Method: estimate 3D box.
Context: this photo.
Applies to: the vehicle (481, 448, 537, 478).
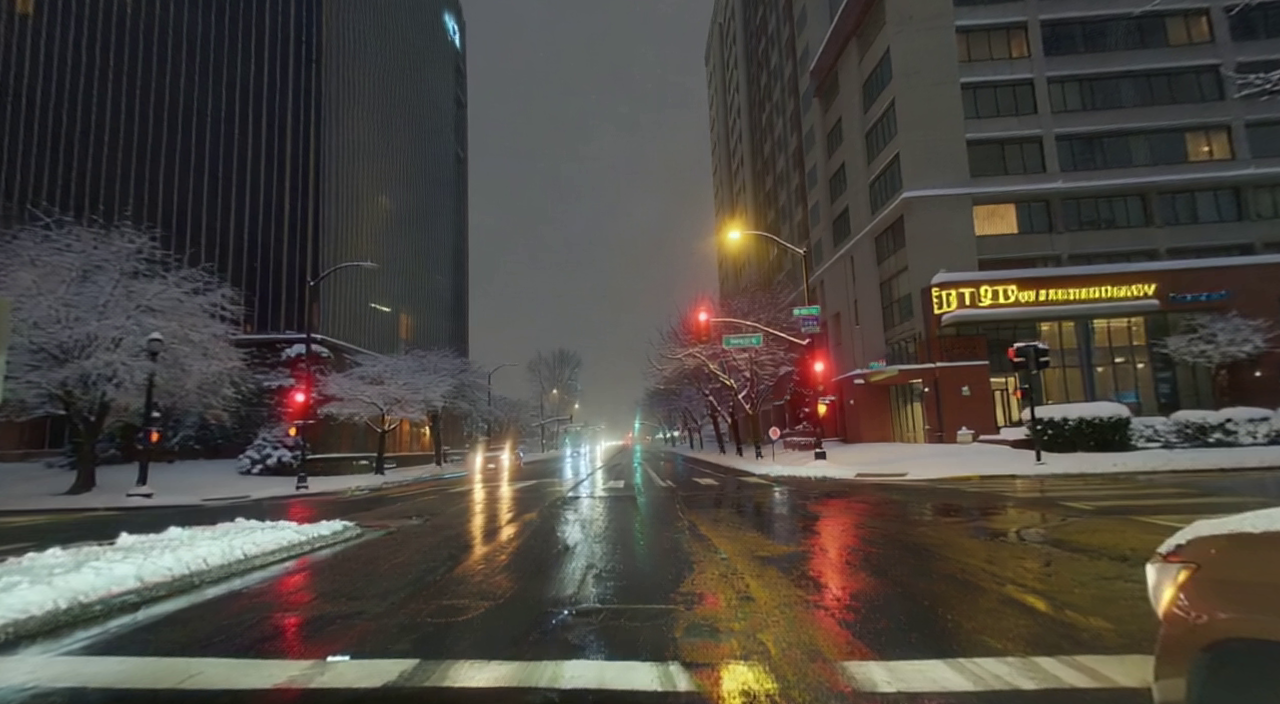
[{"bbox_3d":[-6.932,5.908,33.892,1.893,1.451,4.276,-1,-9,3],"label":"vehicle"}]
